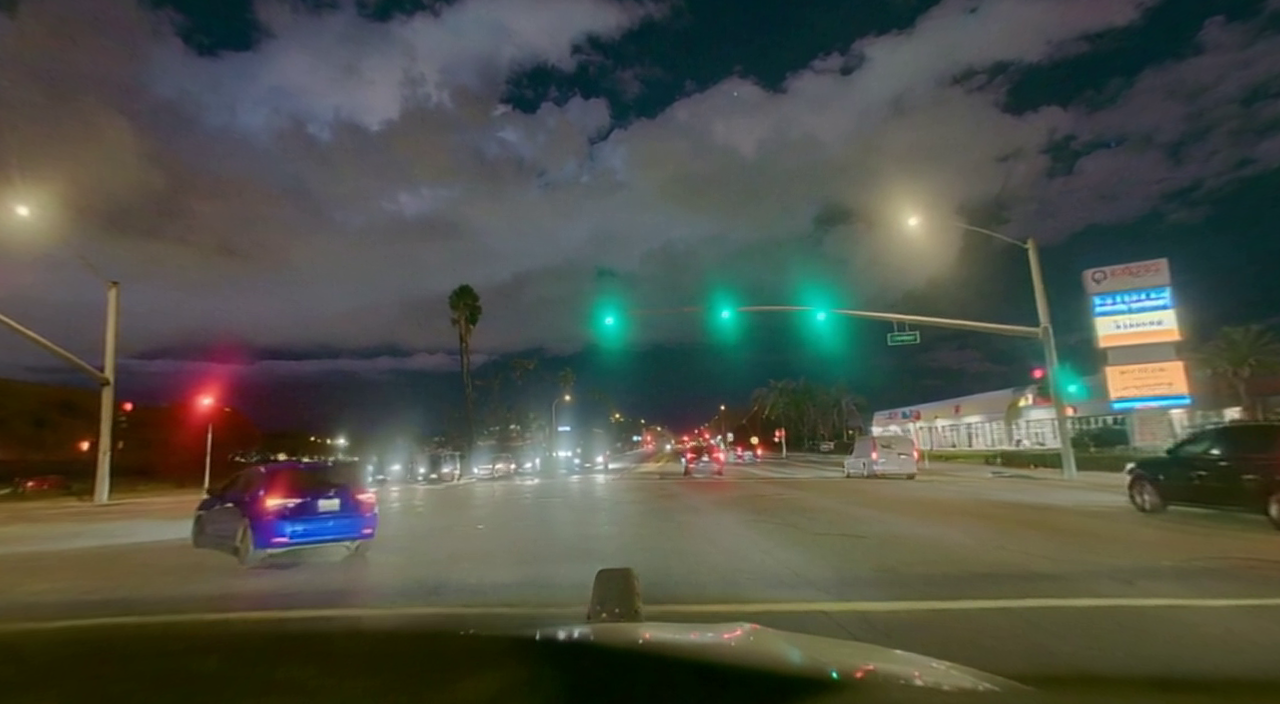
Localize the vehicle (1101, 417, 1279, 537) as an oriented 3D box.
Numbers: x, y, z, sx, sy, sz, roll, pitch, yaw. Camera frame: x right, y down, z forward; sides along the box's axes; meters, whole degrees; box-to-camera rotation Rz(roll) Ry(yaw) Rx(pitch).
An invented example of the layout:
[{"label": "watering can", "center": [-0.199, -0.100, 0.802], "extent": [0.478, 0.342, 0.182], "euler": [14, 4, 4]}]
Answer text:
[{"label": "vehicle", "center": [10.705, 2.060, 10.729], "extent": [2.199, 1.773, 4.568], "euler": [0, -9, -1]}]

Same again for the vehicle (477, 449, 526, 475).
[{"label": "vehicle", "center": [-8.526, 6.830, 39.349], "extent": [1.973, 1.474, 4.495], "euler": [0, -8, 1]}]

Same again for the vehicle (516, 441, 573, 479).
[{"label": "vehicle", "center": [-4.687, 5.349, 31.497], "extent": [2.187, 1.740, 4.022], "euler": [0, -8, 0]}]

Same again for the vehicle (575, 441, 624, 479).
[{"label": "vehicle", "center": [-1.942, 5.324, 31.498], "extent": [2.041, 1.473, 4.221], "euler": [-1, -5, 2]}]

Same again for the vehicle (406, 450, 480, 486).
[{"label": "vehicle", "center": [-9.052, 5.327, 29.414], "extent": [2.041, 1.498, 4.348], "euler": [0, -9, 0]}]

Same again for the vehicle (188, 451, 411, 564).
[{"label": "vehicle", "center": [-5.923, 2.444, 10.780], "extent": [4.206, 1.471, 2.089], "euler": [-8, -12, 44]}]

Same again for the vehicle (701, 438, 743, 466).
[{"label": "vehicle", "center": [6.042, 7.429, 47.057], "extent": [2.313, 1.935, 4.969], "euler": [0, -9, -2]}]

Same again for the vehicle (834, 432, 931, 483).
[{"label": "vehicle", "center": [9.804, 4.298, 26.034], "extent": [2.059, 1.859, 4.690], "euler": [0, -9, -1]}]

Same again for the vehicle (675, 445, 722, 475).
[{"label": "vehicle", "center": [3.047, 5.707, 33.720], "extent": [1.977, 1.449, 4.254], "euler": [0, -8, -2]}]
